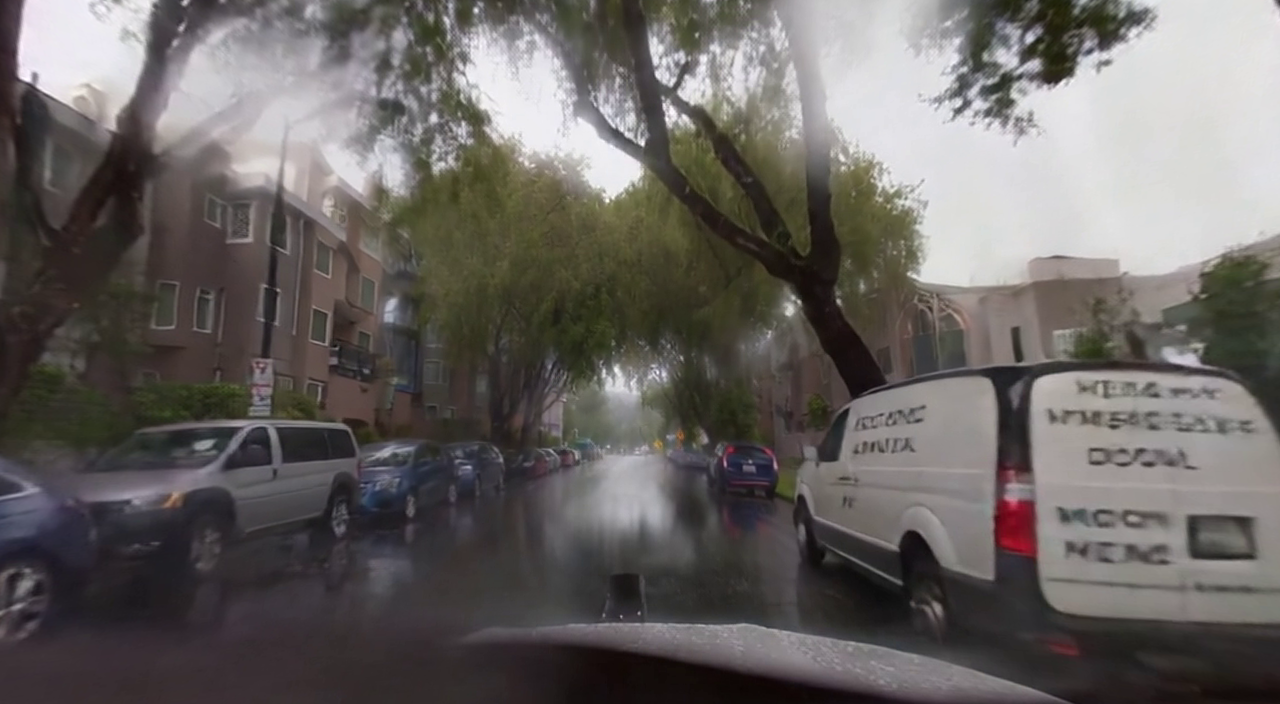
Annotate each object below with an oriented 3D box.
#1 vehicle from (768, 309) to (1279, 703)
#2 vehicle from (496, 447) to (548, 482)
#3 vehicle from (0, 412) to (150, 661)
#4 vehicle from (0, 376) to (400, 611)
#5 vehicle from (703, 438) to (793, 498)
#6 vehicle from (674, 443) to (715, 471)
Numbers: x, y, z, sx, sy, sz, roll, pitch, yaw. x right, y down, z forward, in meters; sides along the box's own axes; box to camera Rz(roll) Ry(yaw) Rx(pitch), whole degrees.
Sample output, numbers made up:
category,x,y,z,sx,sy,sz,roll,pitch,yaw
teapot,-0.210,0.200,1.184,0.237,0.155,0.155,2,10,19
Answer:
category,x,y,z,sx,sy,sz,roll,pitch,yaw
vehicle,2.776,1.003,5.032,2.259,2.119,5.281,-1,-2,-2
vehicle,-5.397,5.163,29.296,1.722,1.491,3.431,0,-9,0
vehicle,-5.451,1.124,3.339,1.838,1.725,4.660,0,-9,2
vehicle,-5.444,1.723,8.660,2.196,2.059,5.748,-2,-9,-1
vehicle,2.979,3.297,18.234,1.903,1.512,3.900,0,-9,0
vehicle,3.068,6.038,36.320,1.835,1.490,4.134,0,-9,-2
